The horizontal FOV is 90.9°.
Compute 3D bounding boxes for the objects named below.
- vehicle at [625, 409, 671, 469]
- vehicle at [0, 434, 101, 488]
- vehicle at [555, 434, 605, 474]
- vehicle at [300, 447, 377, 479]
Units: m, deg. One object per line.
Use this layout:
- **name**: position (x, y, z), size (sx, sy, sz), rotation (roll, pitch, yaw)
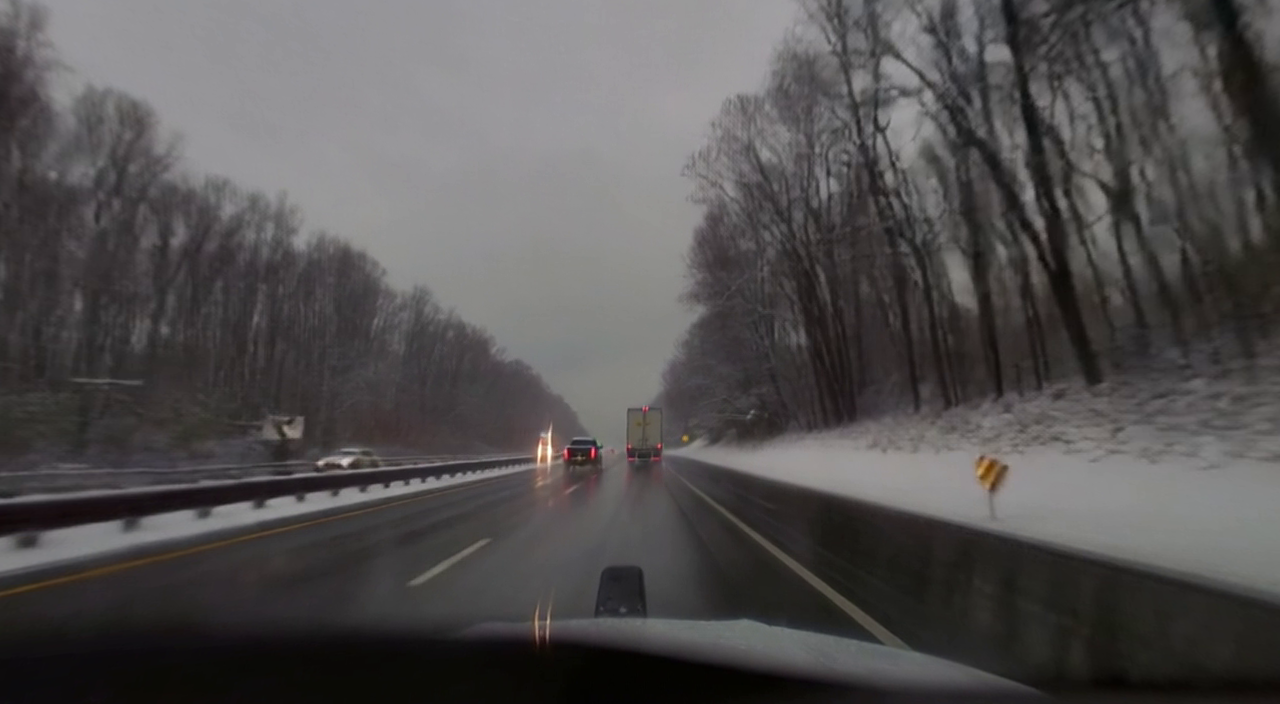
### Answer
- **vehicle**: position (0.495, 6.556, 47.105), size (3.024, 3.965, 10.399), rotation (0, -9, 0)
- **vehicle**: position (-43.944, 8.034, 46.951), size (2.807, 3.656, 7.763), rotation (3, -9, -19)
- **vehicle**: position (-3.370, 5.937, 36.864), size (2.283, 2.156, 5.546), rotation (0, -9, 1)
- **vehicle**: position (-15.997, 5.888, 33.645), size (1.978, 1.616, 4.154), rotation (0, -9, 1)
